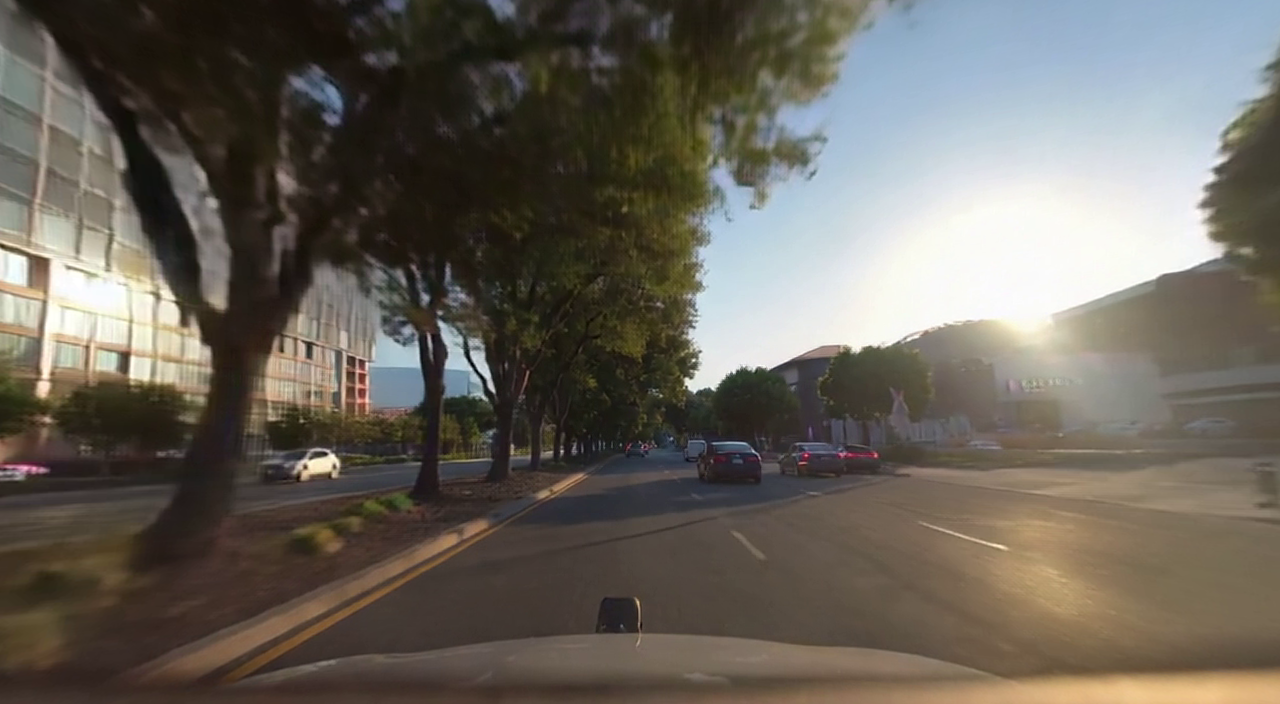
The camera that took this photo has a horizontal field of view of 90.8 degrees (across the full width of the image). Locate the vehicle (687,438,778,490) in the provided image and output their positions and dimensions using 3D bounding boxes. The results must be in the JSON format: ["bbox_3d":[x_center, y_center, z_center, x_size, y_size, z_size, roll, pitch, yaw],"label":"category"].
[{"bbox_3d":[2.854,3.594,20.594,2.131,1.491,4.496,0,-9,-2],"label":"vehicle"}]

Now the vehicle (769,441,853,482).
[{"bbox_3d":[6.449,4.163,24.340,1.912,1.411,4.380,0,-9,-1],"label":"vehicle"}]

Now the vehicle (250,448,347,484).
[{"bbox_3d":[-16.614,5.549,31.072,2.031,1.607,4.759,0,-9,1],"label":"vehicle"}]
